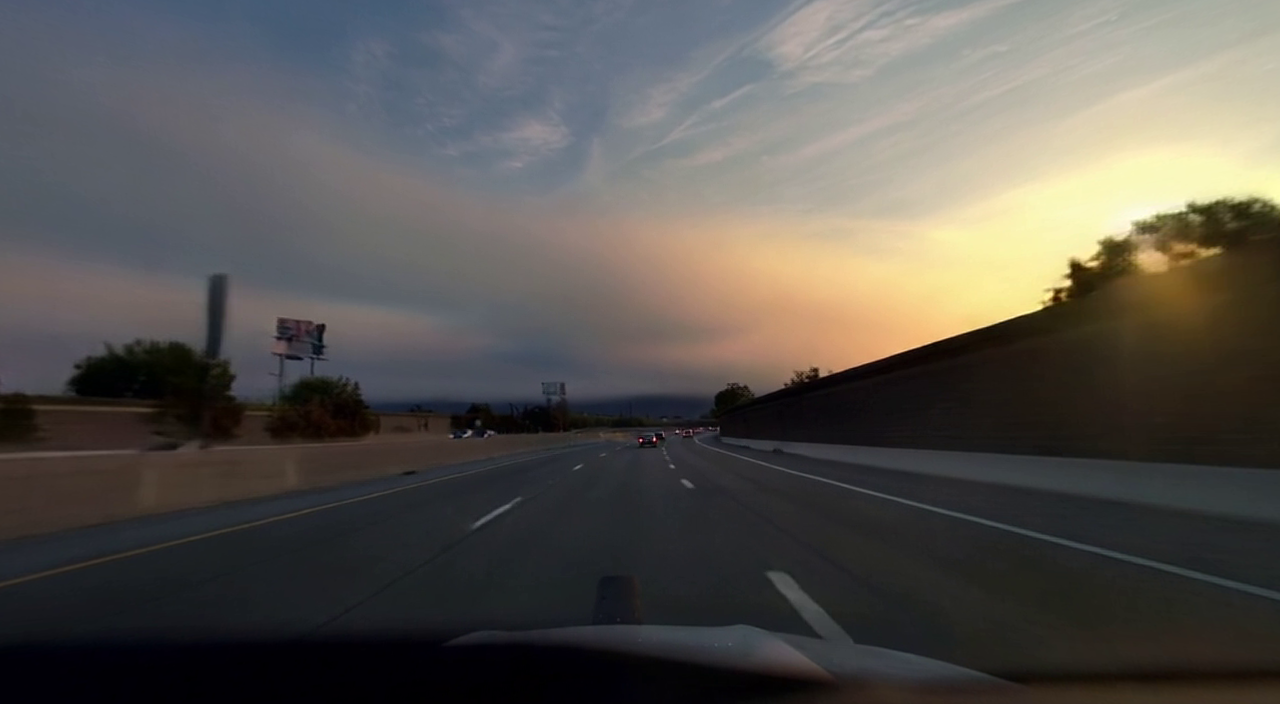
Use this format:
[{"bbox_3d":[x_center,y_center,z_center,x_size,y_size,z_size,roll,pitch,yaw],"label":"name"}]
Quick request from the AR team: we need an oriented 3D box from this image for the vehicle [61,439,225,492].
[{"bbox_3d":[-15.297,3.457,19.701,1.833,1.448,4.087,0,-8,-1],"label":"vehicle"}]
